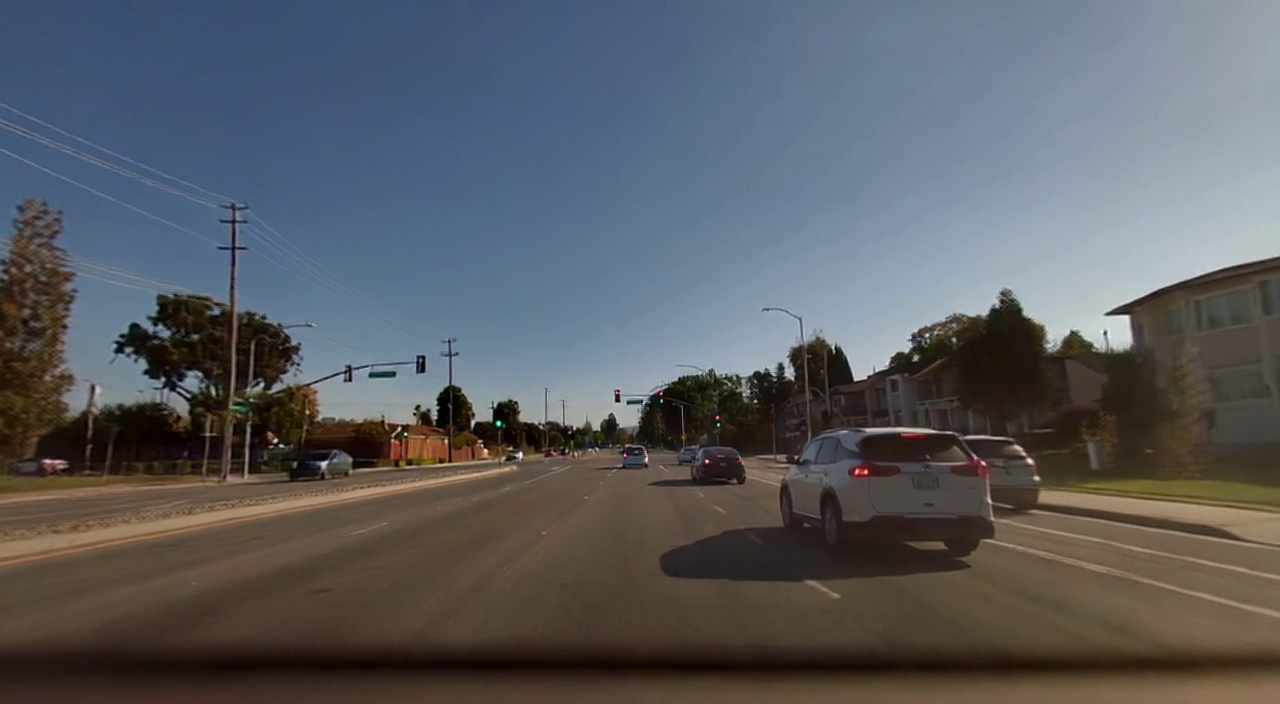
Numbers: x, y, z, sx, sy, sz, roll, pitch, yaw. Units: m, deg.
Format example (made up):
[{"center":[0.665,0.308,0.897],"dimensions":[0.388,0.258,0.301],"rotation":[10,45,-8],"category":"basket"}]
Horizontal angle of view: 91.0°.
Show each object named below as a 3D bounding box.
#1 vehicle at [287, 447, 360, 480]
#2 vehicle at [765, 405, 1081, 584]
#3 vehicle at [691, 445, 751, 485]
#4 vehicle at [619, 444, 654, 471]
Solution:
[{"center":[-18.823,6.630,37.691],"dimensions":[2.071,1.746,4.444],"rotation":[-2,-9,-1],"category":"vehicle"},{"center":[3.269,1.763,8.620],"dimensions":[2.129,1.761,4.610],"rotation":[0,-9,-1],"category":"vehicle"},{"center":[3.196,4.540,25.617],"dimensions":[1.889,1.451,4.180],"rotation":[0,-9,0],"category":"vehicle"},{"center":[-0.258,6.850,41.066],"dimensions":[2.146,1.685,4.003],"rotation":[0,-9,-1],"category":"vehicle"}]
